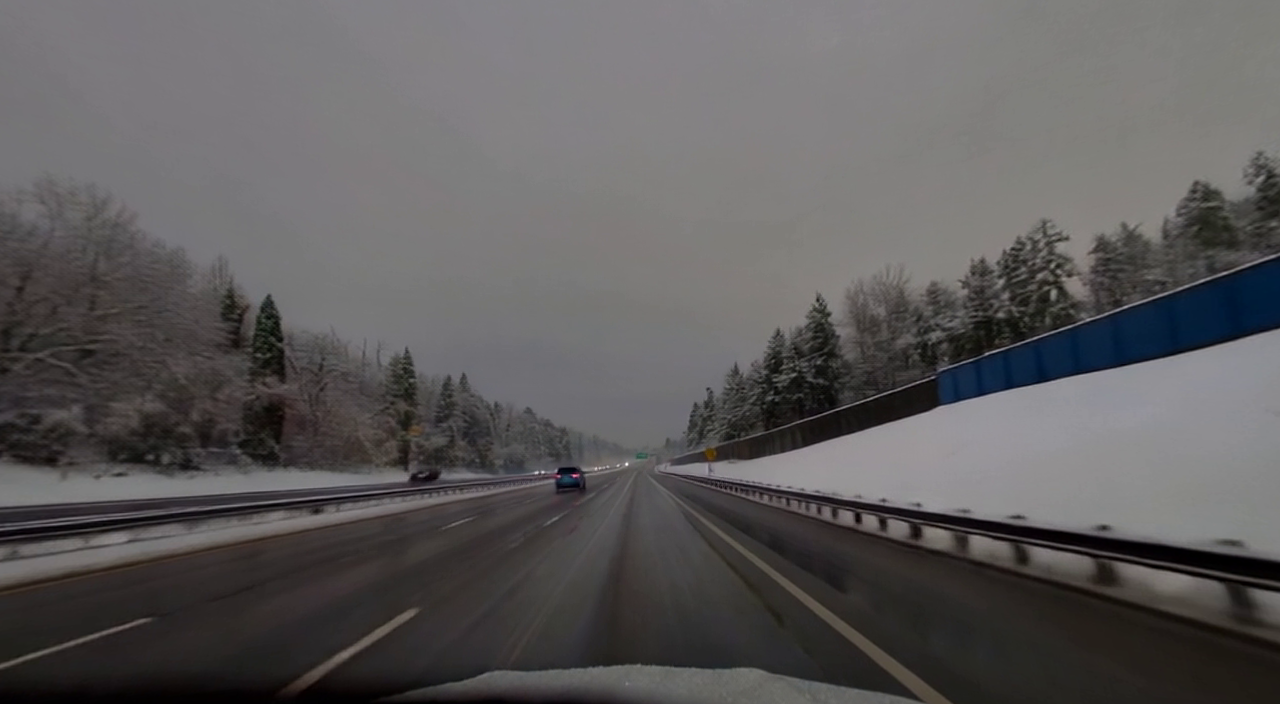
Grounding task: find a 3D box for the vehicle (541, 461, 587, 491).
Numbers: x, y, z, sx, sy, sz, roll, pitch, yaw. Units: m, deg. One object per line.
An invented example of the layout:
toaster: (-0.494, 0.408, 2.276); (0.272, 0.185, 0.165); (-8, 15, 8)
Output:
vehicle: (-4.113, 6.804, 34.640); (1.985, 1.515, 3.839); (1, -11, 0)
